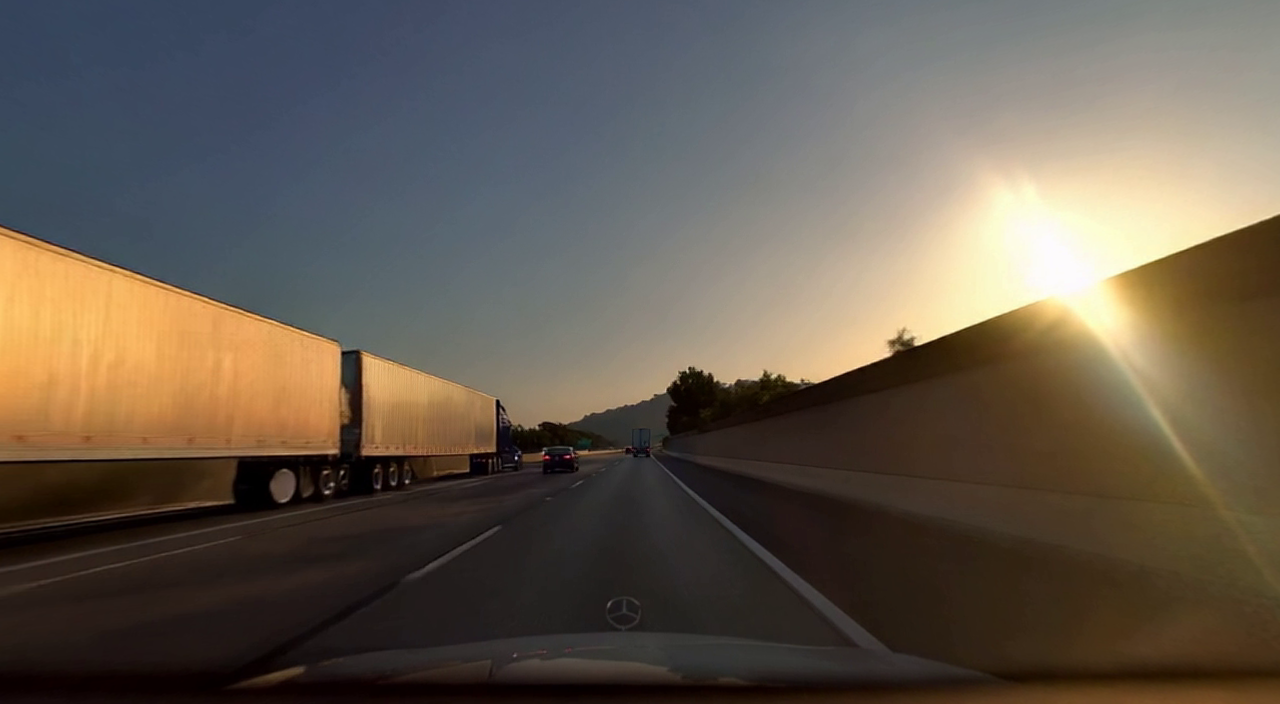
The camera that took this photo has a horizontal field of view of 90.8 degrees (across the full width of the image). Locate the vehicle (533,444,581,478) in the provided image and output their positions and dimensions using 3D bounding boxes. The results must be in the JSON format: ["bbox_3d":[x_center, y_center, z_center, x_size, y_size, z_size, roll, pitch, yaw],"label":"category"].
[{"bbox_3d":[-4.077,5.399,31.526,1.880,1.569,3.714,0,-9,-1],"label":"vehicle"}]
